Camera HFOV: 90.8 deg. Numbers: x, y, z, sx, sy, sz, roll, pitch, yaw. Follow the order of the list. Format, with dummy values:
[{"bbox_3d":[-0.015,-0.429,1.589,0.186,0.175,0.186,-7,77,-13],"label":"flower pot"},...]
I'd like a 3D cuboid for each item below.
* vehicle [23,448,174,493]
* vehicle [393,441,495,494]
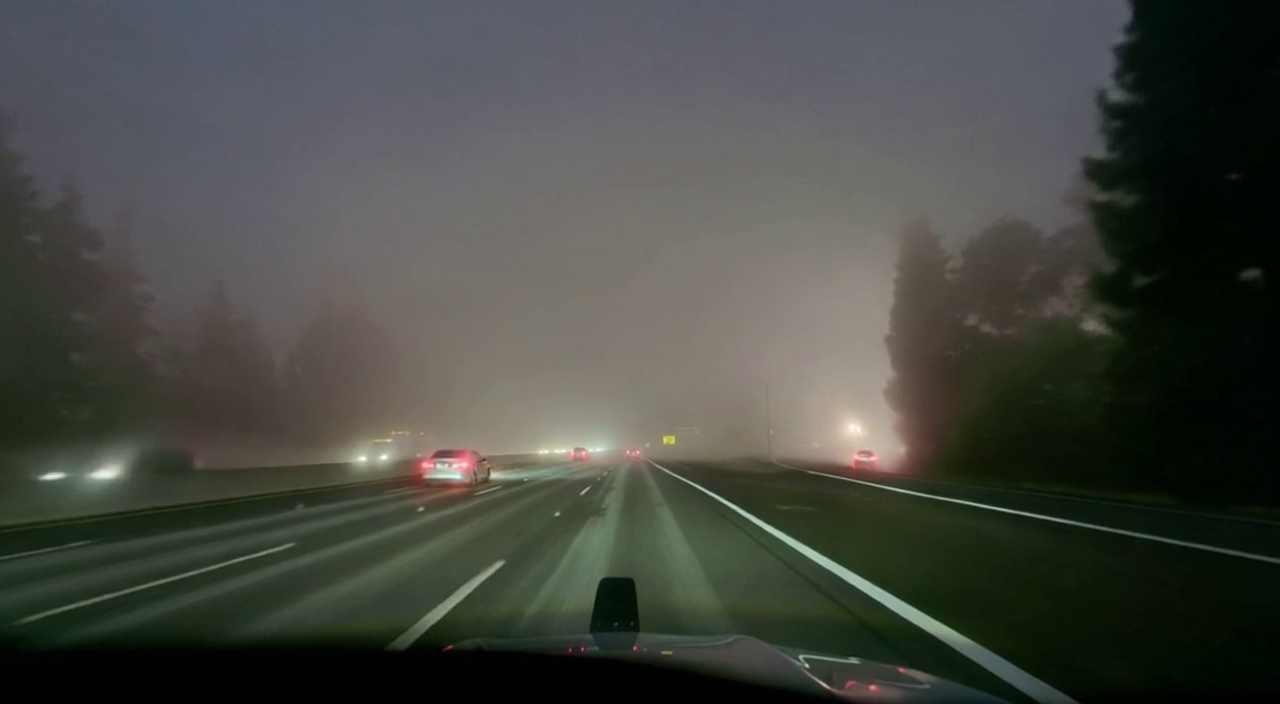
[{"bbox_3d":[-22.437,4.885,26.500,2.100,1.681,4.761,0,-9,-1],"label":"vehicle"},{"bbox_3d":[-6.716,3.998,22.247,2.016,1.606,4.806,0,-9,0],"label":"vehicle"}]
